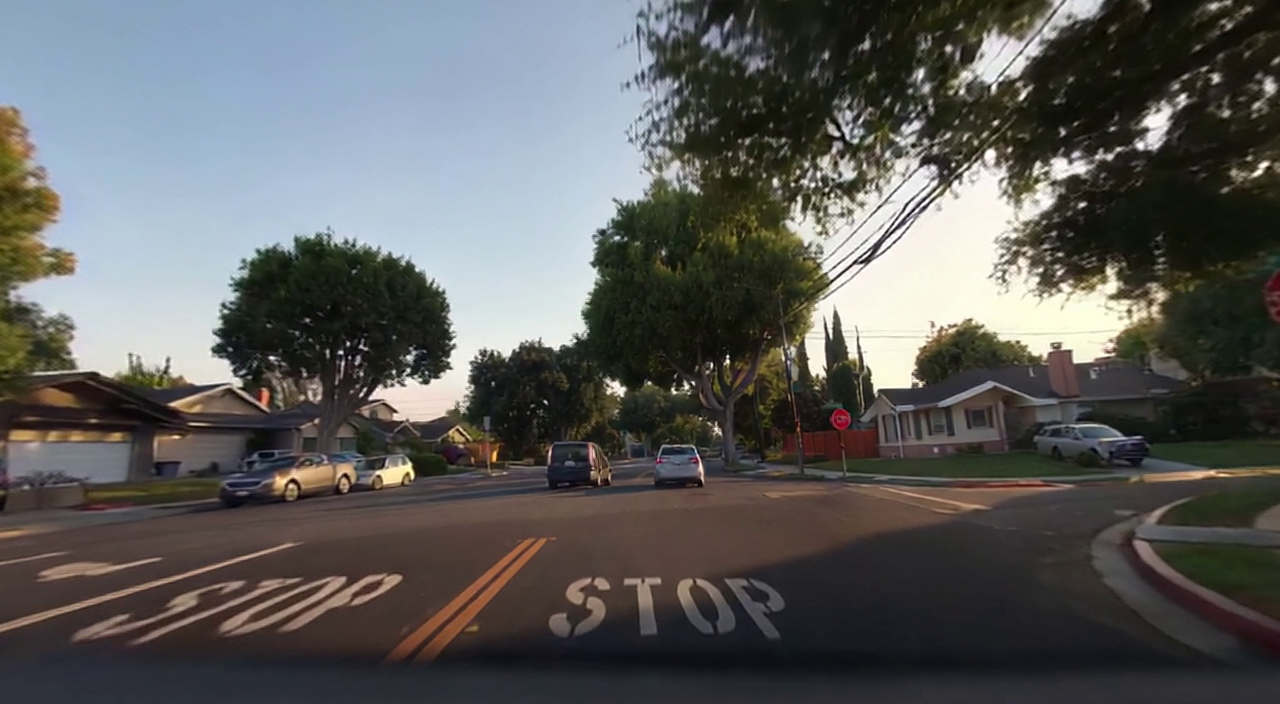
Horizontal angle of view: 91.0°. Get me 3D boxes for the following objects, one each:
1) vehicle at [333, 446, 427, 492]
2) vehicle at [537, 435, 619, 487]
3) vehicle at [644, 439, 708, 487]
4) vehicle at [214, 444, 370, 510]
[{"bbox_3d":[-11.927,5.429,29.325,2.076,1.864,4.730,-3,-10,5],"label":"vehicle"},{"bbox_3d":[-2.127,3.935,23.002,2.178,1.695,4.339,-1,-9,6],"label":"vehicle"},{"bbox_3d":[1.280,3.722,21.379,1.955,1.459,4.383,-1,-9,5],"label":"vehicle"},{"bbox_3d":[-12.712,4.560,23.664,2.191,1.980,5.888,-4,-8,5],"label":"vehicle"}]
